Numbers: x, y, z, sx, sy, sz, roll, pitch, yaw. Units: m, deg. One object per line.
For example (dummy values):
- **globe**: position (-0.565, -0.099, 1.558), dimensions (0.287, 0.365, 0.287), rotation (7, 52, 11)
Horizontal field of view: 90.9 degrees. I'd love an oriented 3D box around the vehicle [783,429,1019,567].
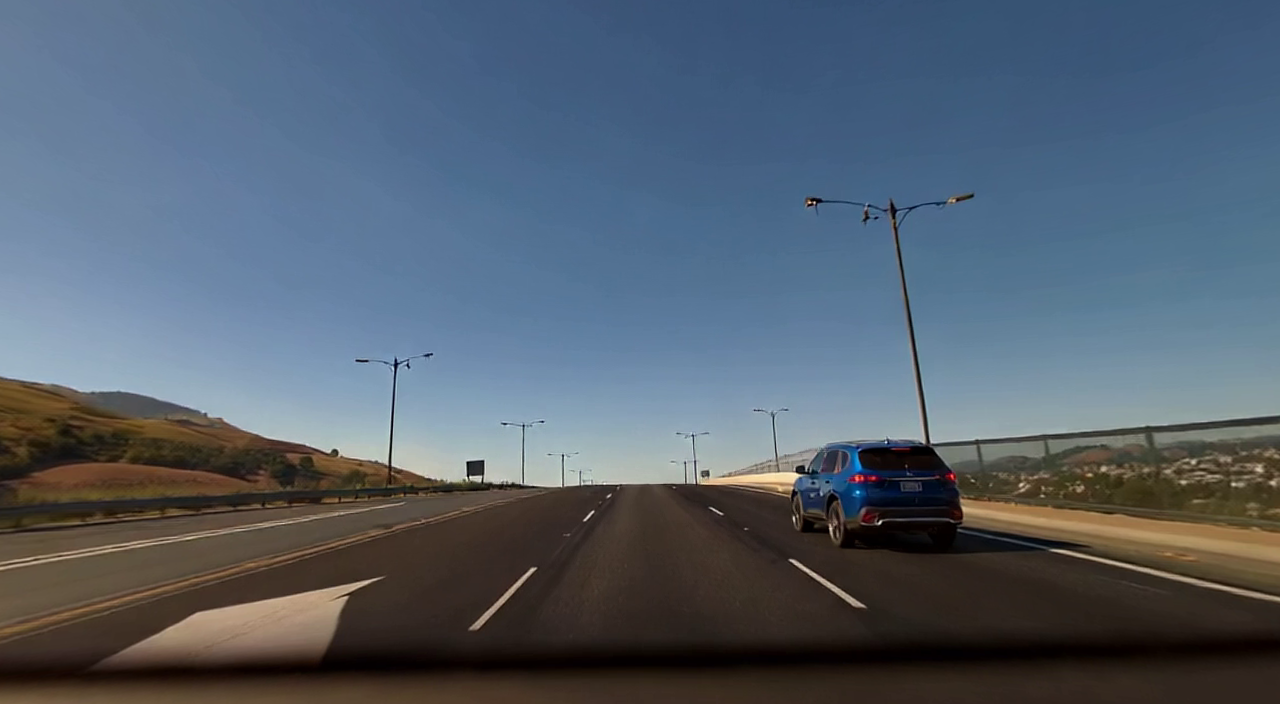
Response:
- **vehicle**: position (3.841, 2.209, 10.296), dimensions (1.989, 1.730, 4.324), rotation (0, -9, 0)
